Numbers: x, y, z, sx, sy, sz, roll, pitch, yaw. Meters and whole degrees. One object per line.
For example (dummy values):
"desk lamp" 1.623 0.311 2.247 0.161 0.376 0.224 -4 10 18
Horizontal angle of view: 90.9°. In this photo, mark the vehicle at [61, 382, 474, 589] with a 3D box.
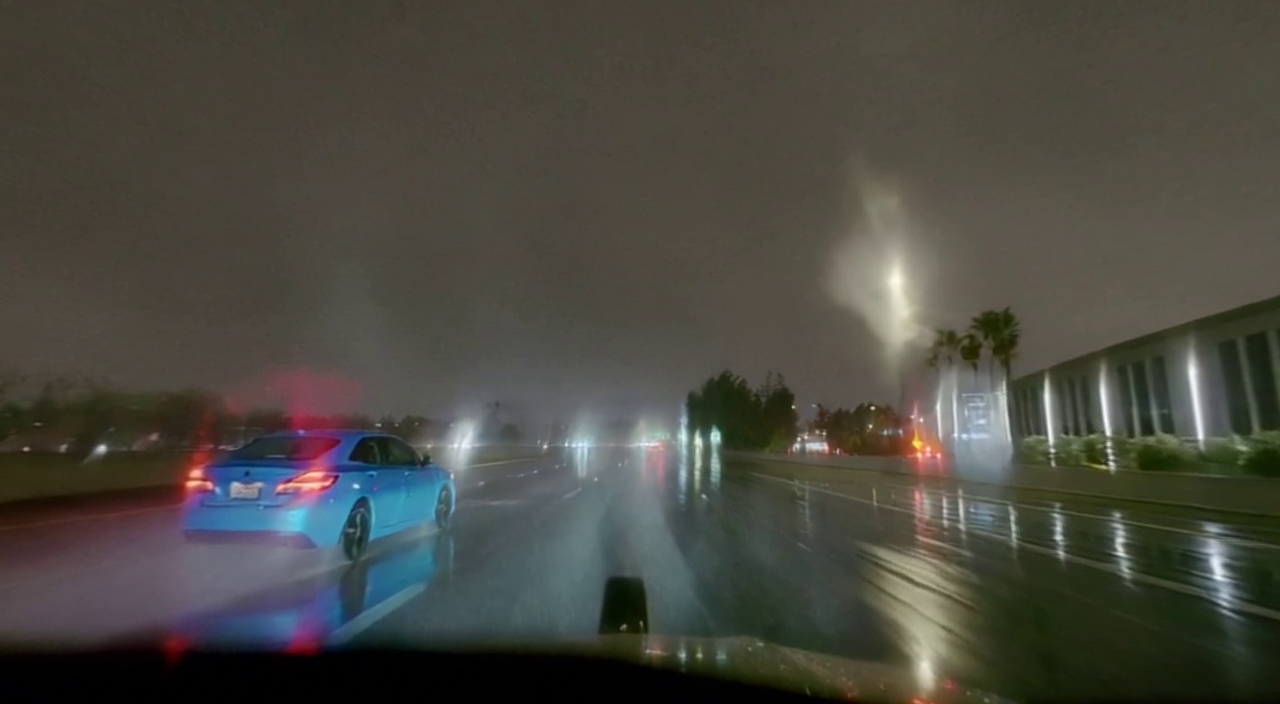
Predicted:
"vehicle" -3.915 1.504 7.970 2.145 1.793 4.762 0 -8 2
